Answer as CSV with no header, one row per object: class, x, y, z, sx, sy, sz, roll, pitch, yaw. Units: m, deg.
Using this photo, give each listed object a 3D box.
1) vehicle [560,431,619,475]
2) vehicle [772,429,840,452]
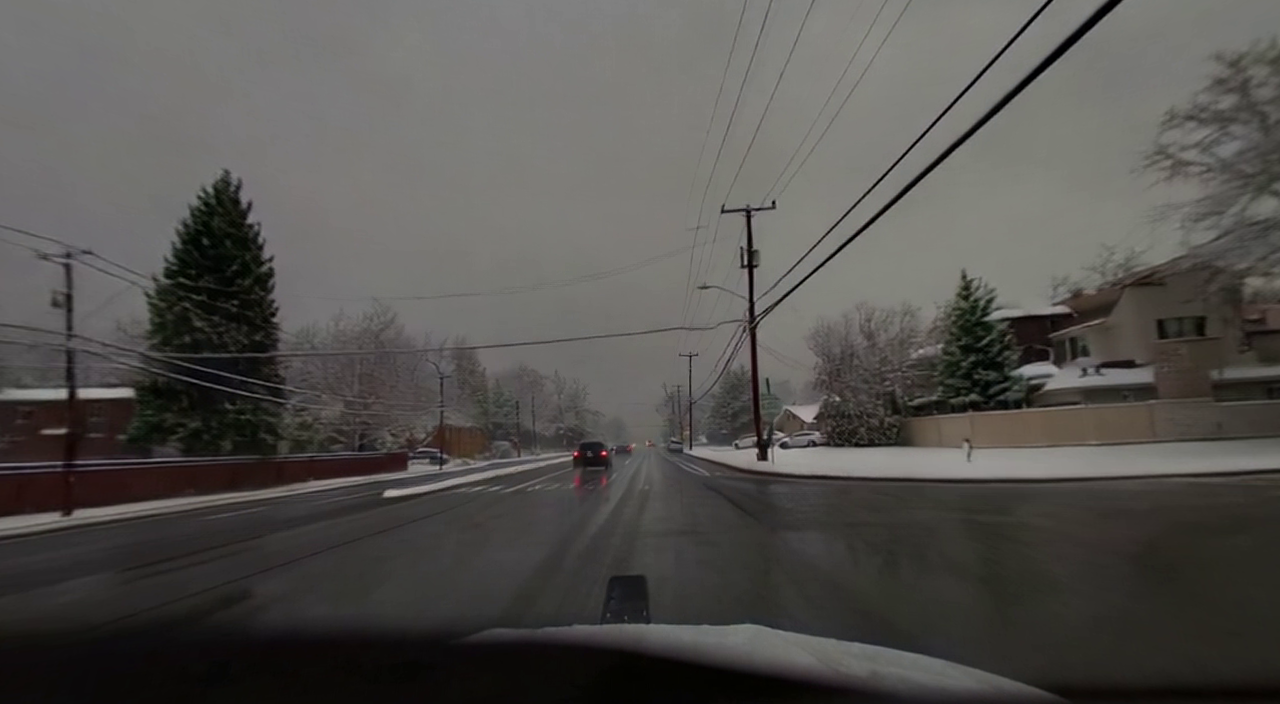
vehicle,-2.308,4.794,30.175,2.327,1.861,4.941,-1,-8,1
vehicle,12.016,6.446,45.739,2.212,1.404,4.283,2,-10,-33
